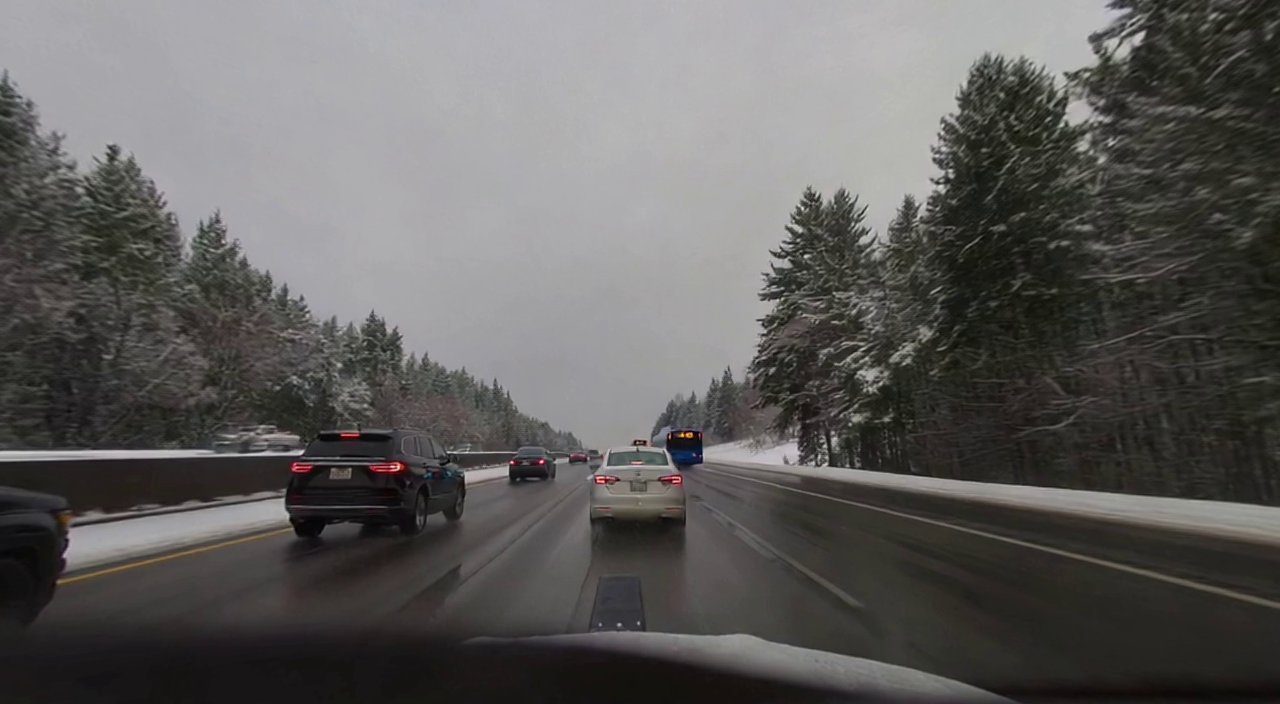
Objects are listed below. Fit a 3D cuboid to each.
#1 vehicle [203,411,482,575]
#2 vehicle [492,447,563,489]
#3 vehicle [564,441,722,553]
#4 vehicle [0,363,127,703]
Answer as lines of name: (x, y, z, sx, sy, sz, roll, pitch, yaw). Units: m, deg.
vehicle: (-3.663, 1.808, 8.777, 1.830, 1.703, 4.142, 0, -9, 0)
vehicle: (-4.333, 4.535, 24.940, 2.122, 1.491, 3.800, 0, -9, 0)
vehicle: (-0.011, 2.294, 10.661, 2.120, 1.478, 4.179, 0, -9, -2)
vehicle: (-4.203, 0.666, 1.558, 1.919, 1.714, 4.690, 0, -9, -1)
